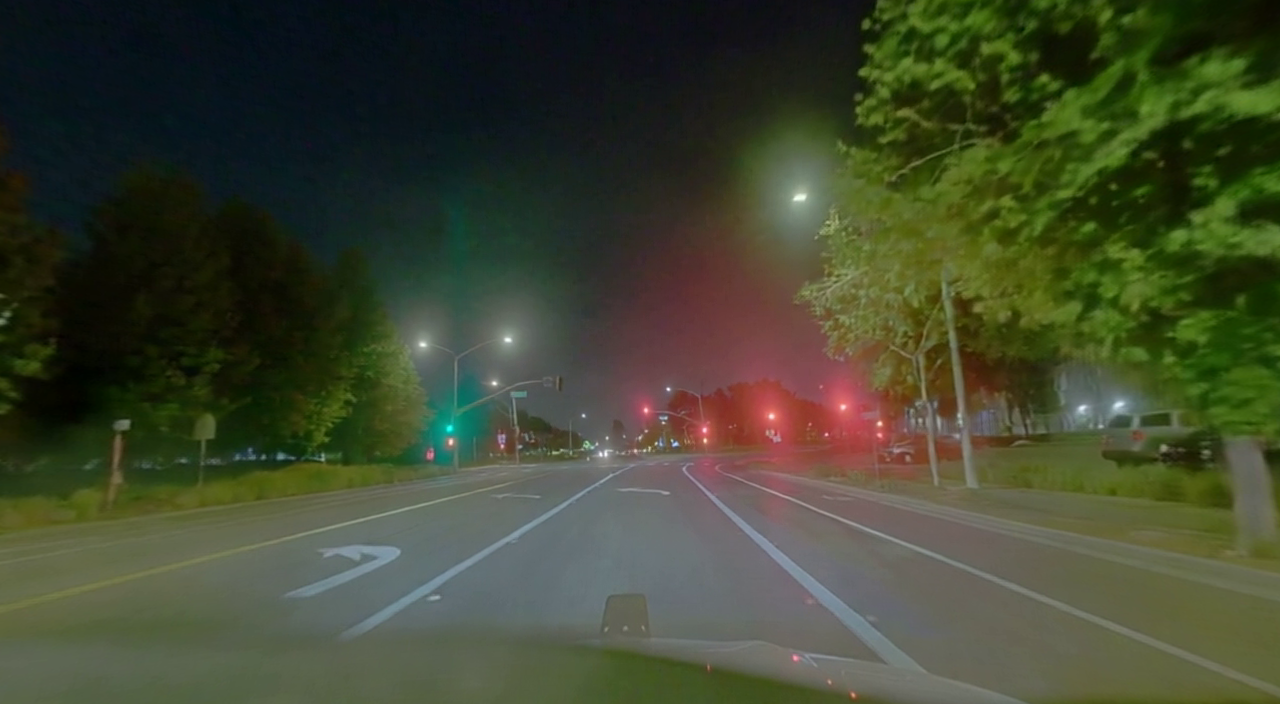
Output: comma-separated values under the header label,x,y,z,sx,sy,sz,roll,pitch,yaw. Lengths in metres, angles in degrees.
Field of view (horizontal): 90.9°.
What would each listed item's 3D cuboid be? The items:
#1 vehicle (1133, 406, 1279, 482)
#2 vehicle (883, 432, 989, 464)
label,x,y,z,sx,sy,sz,roll,pitch,yaw
vehicle,13.629,1.964,13.531,4.343,1.500,2.011,0,-8,1
vehicle,14.273,4.645,30.542,4.167,1.476,1.871,0,-8,1
